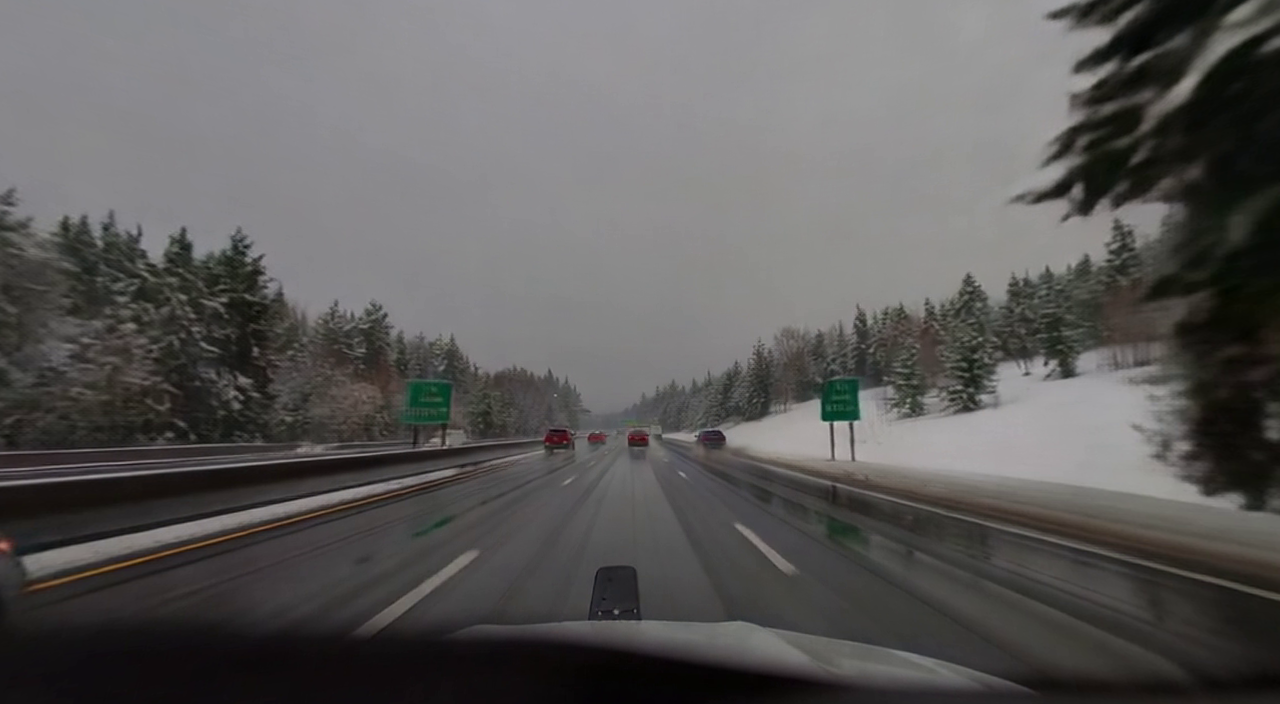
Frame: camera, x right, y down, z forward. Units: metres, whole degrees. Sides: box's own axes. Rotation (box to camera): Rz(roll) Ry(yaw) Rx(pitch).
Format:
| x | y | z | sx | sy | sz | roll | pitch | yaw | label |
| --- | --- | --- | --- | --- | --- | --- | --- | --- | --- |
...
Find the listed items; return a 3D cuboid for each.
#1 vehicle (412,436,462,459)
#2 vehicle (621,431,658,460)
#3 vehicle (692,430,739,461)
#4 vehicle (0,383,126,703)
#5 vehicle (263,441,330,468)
| x | y | z | sx | sy | sz | roll | pitch | yaw | label |
| --- | --- | --- | --- | --- | --- | --- | --- | --- | --- |
| -13.982 | 6.566 | 43.731 | 1.926 | 1.483 | 4.717 | 0 | -8 | -1 | vehicle |
| -0.061 | 5.015 | 34.123 | 1.869 | 1.466 | 3.356 | 0 | -8 | -1 | vehicle |
| 3.863 | 4.853 | 32.828 | 1.841 | 1.491 | 3.869 | 0 | -8 | -2 | vehicle |
| -3.675 | 0.652 | 0.827 | 2.023 | 1.512 | 4.804 | 0 | -8 | -1 | vehicle |
| -20.909 | 6.238 | 38.590 | 1.890 | 1.473 | 3.920 | -1 | -8 | 0 | vehicle |
